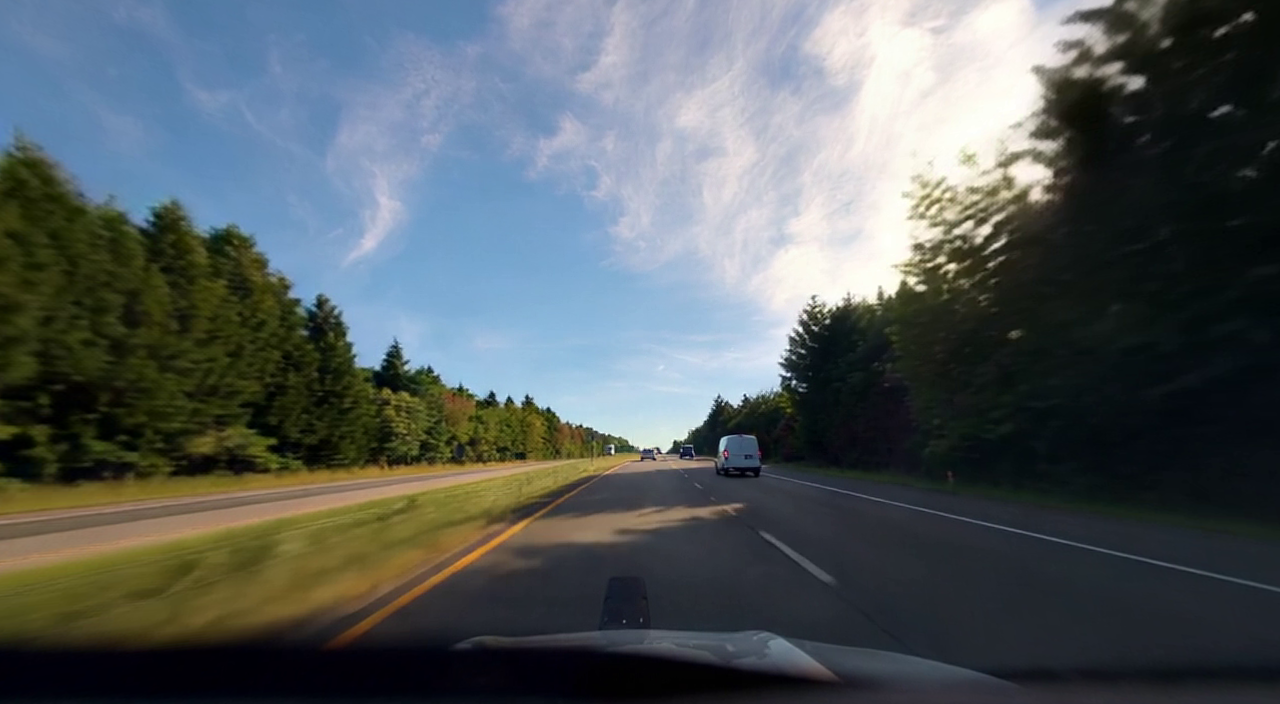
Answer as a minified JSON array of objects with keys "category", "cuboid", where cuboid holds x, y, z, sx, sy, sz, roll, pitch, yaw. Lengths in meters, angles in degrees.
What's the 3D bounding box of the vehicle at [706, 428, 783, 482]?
[{"category":"vehicle","cuboid":[4.270,4.339,26.682,2.371,2.045,4.768,0,-9,-1]}]
